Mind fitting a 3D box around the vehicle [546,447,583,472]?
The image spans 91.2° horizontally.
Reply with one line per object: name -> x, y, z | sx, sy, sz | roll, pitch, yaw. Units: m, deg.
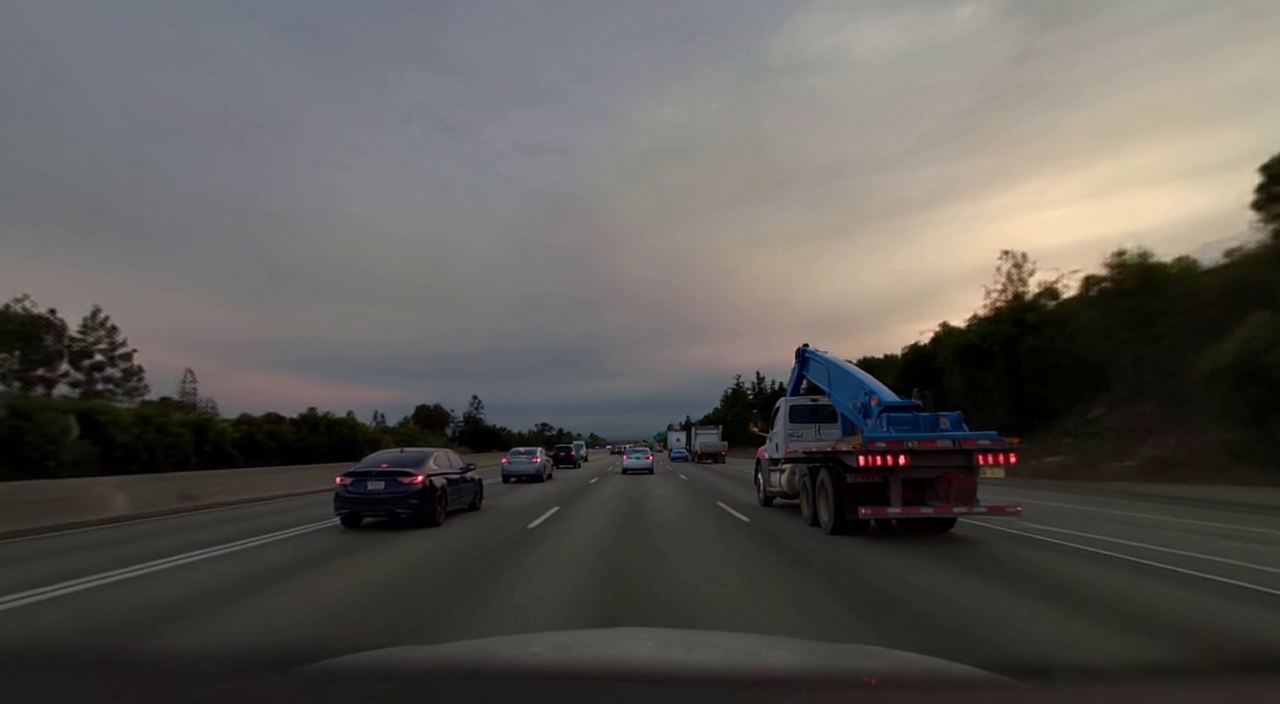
vehicle -> -4.814, 6.956, 40.611 | 1.924, 1.481, 4.264 | 0, -9, -1

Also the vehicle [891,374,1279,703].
vehicle -> 4.076, 1.100, 3.924 | 2.599, 1.631, 5.693 | 0, -9, -1

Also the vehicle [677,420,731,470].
vehicle -> 3.879, 5.905, 39.459 | 2.416, 2.829, 7.016 | 0, -9, -2

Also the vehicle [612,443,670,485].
vehicle -> -0.020, 4.431, 25.038 | 2.150, 1.498, 3.988 | 0, -9, -2

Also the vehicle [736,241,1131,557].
vehicle -> 3.923, 1.123, 11.377 | 2.975, 3.618, 8.456 | 0, -9, 0

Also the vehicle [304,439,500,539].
vehicle -> -4.202, 2.483, 12.068 | 1.880, 1.507, 4.757 | 0, -9, 1

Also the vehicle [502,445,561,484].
vehicle -> -4.598, 4.812, 27.131 | 1.858, 1.527, 3.974 | 0, -9, 0
